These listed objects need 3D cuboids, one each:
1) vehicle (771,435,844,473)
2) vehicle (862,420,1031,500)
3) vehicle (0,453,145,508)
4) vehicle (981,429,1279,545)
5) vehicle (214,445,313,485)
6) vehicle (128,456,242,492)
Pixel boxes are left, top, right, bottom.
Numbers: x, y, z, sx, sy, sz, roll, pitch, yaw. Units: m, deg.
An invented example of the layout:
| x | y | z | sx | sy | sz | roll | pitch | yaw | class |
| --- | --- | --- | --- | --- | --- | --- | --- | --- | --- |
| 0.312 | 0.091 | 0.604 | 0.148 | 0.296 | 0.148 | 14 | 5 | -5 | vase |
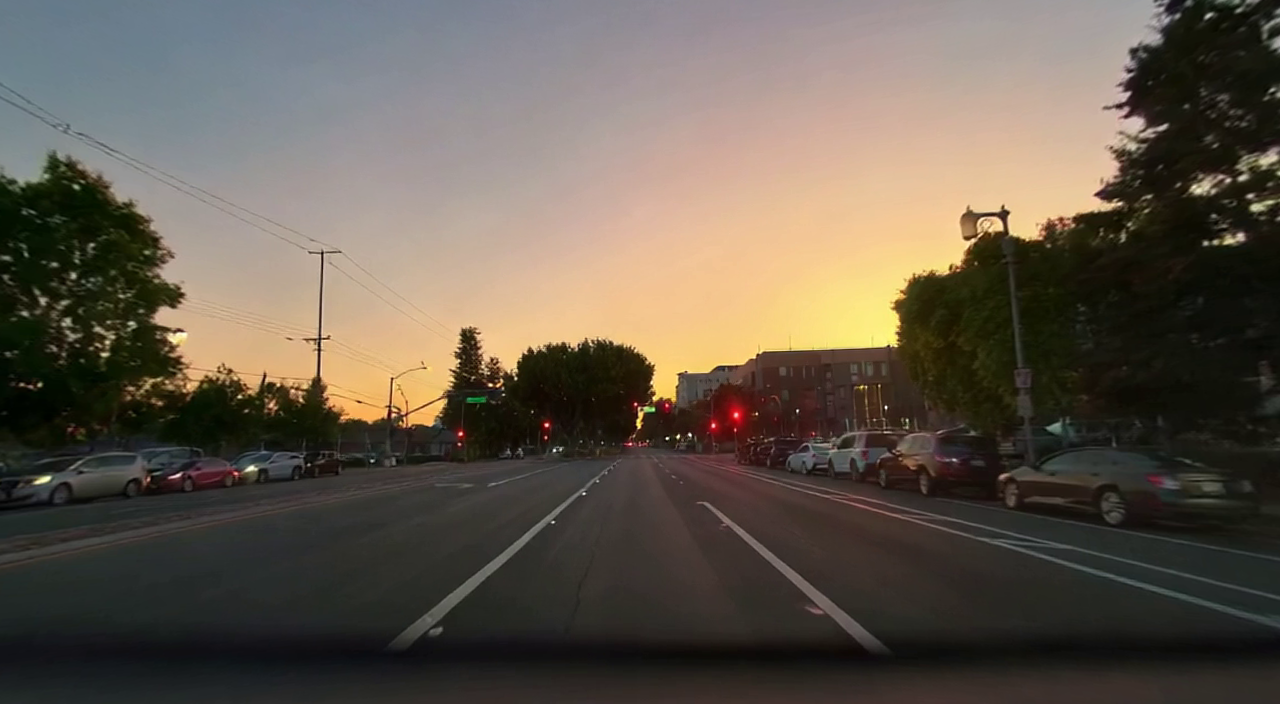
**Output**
| x | y | z | sx | sy | sz | roll | pitch | yaw | class |
| --- | --- | --- | --- | --- | --- | --- | --- | --- | --- |
| 7.866 | 4.848 | 30.202 | 1.987 | 1.628 | 4.712 | 0 | -9 | -3 | vehicle |
| 7.936 | 2.847 | 17.037 | 2.034 | 1.822 | 4.953 | 0 | -9 | 0 | vehicle |
| -22.323 | 4.833 | 24.225 | 2.322 | 1.781 | 5.374 | -1 | -9 | 0 | vehicle |
| 7.953 | 2.080 | 10.513 | 1.892 | 1.457 | 4.840 | 0 | -9 | 1 | vehicle |
| -22.346 | 6.692 | 37.906 | 2.328 | 1.929 | 6.055 | -5 | -9 | -1 | vehicle |
| -22.297 | 5.978 | 31.293 | 1.878 | 1.561 | 5.061 | 0 | -9 | 0 | vehicle |
